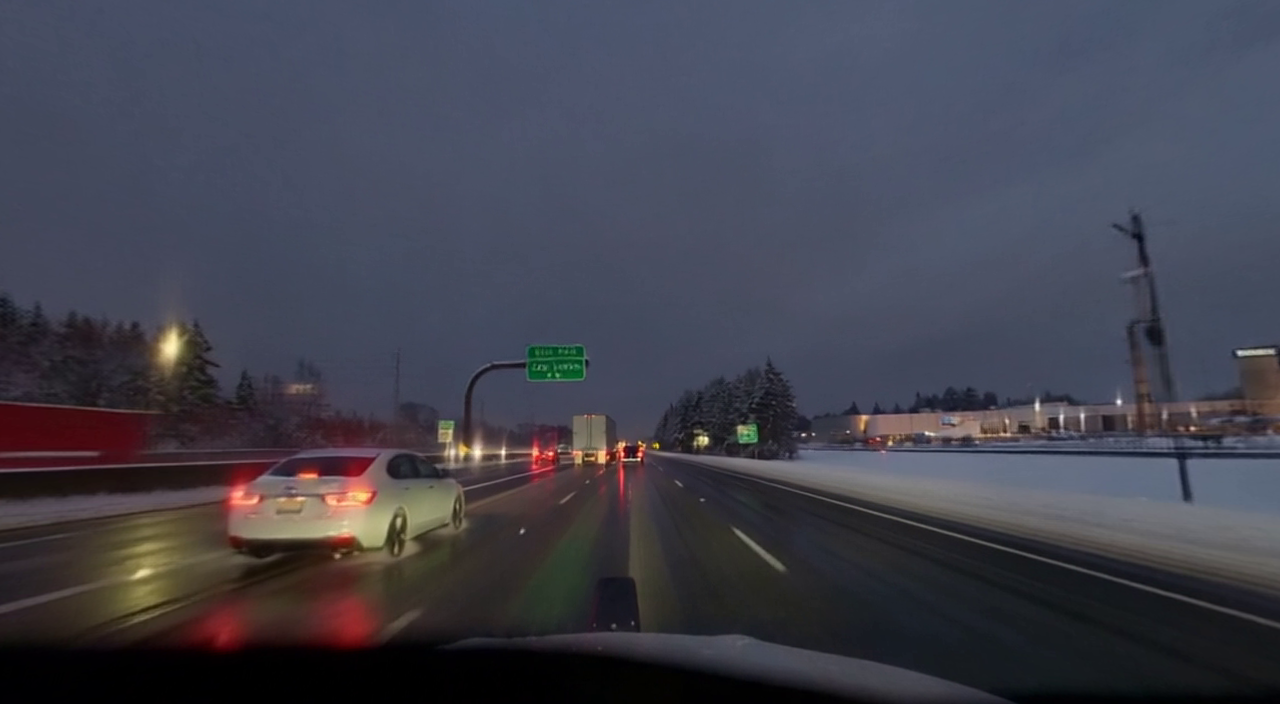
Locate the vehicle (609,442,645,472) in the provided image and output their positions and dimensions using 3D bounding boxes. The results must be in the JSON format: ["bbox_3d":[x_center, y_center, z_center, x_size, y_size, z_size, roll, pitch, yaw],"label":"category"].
[{"bbox_3d":[-0.719,6.269,37.834,2.033,1.669,4.112,0,-9,0],"label":"vehicle"}]

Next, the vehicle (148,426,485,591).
[{"bbox_3d":[-3.549,1.790,8.112,1.997,1.507,4.391,0,-9,0],"label":"vehicle"}]

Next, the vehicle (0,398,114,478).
[{"bbox_3d":[-34.619,4.248,31.274,2.900,4.070,16.667,0,-9,0],"label":"vehicle"}]
